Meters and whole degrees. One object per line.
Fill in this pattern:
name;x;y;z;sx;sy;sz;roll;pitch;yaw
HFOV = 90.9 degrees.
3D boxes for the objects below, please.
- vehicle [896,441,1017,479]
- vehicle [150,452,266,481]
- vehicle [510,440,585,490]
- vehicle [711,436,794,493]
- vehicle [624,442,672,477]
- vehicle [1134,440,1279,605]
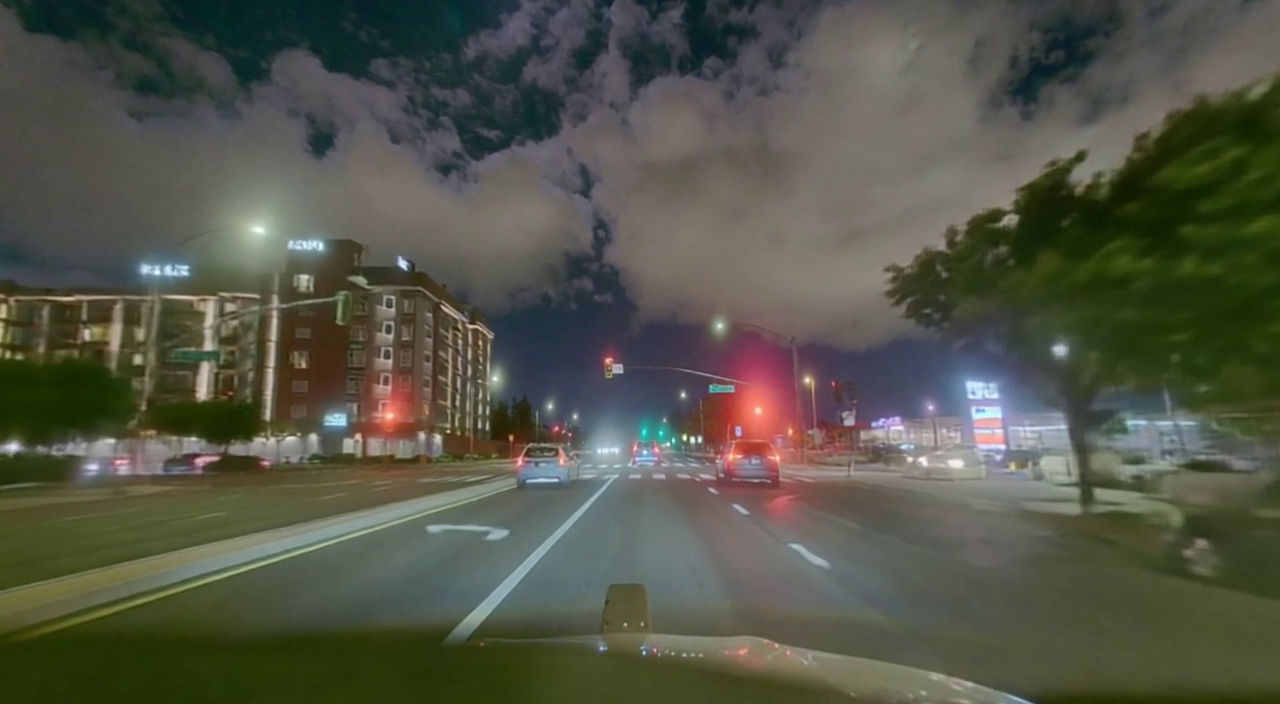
vehicle;15.783;5.394;31.632;4.921;1.841;1.957;0;-9;1
vehicle;-23.668;6.267;34.669;4.890;1.514;1.908;0;-9;-1
vehicle;-3.027;3.784;21.488;1.860;1.510;4.073;0;-9;1
vehicle;3.510;3.578;20.392;1.987;1.637;3.896;0;-9;0
vehicle;0.361;5.017;29.651;2.103;1.468;4.094;0;-9;0
vehicle;6.859;1.475;5.235;2.022;1.491;4.194;0;-9;-1
